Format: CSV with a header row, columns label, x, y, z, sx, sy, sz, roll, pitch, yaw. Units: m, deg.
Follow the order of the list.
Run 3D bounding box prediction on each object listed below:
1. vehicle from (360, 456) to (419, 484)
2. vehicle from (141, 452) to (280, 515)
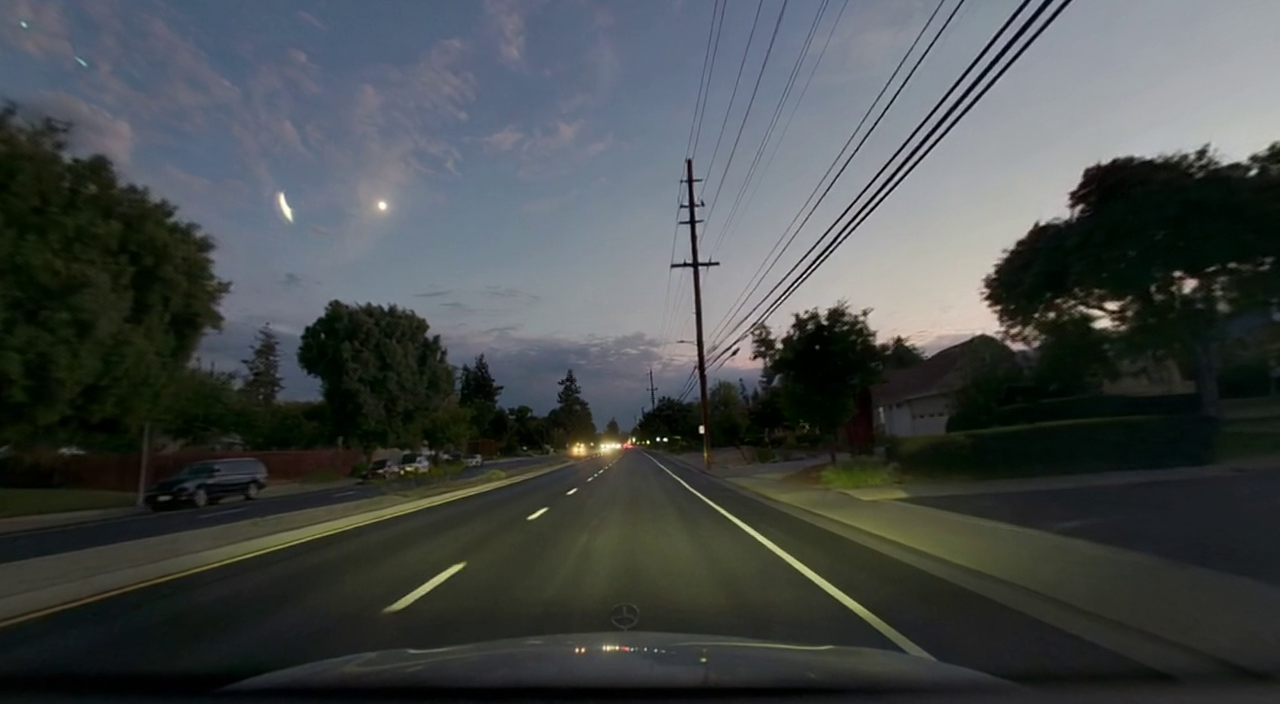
label,x,y,z,sx,sy,sz,roll,pitch,yaw
vehicle,-16.069,7.578,40.754,2.031,1.482,4.476,-4,-9,0
vehicle,-15.969,4.837,23.905,2.071,1.883,4.915,-4,-8,-3
